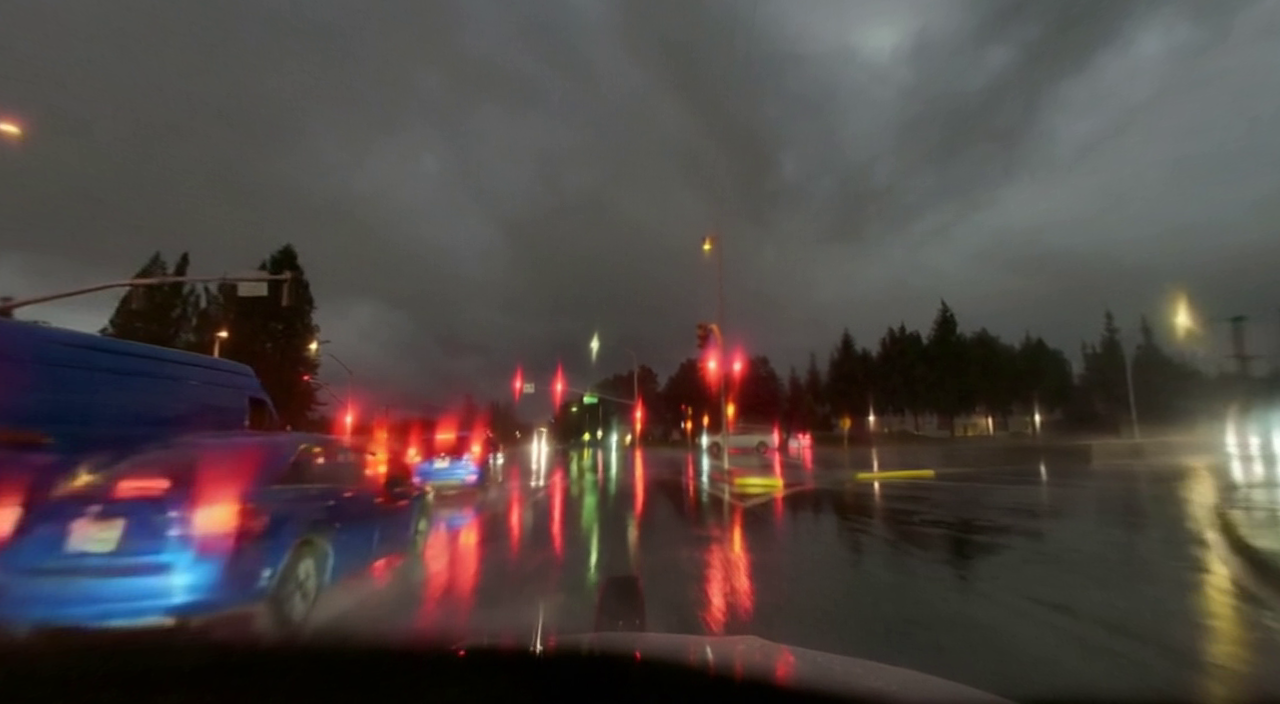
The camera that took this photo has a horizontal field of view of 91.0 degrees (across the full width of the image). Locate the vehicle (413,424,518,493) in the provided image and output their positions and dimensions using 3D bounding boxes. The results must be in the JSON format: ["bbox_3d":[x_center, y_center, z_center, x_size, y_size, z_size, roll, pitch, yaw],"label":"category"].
[{"bbox_3d":[-4.415,2.767,16.521,1.815,1.569,3.940,1,-9,-3],"label":"vehicle"}]

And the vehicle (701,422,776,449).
[{"bbox_3d":[6.604,5.642,42.321,4.884,1.714,2.021,-1,-9,9],"label":"vehicle"}]

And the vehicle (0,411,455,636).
[{"bbox_3d":[-3.581,1.499,6.556,2.019,1.485,4.565,0,-9,-1],"label":"vehicle"}]
